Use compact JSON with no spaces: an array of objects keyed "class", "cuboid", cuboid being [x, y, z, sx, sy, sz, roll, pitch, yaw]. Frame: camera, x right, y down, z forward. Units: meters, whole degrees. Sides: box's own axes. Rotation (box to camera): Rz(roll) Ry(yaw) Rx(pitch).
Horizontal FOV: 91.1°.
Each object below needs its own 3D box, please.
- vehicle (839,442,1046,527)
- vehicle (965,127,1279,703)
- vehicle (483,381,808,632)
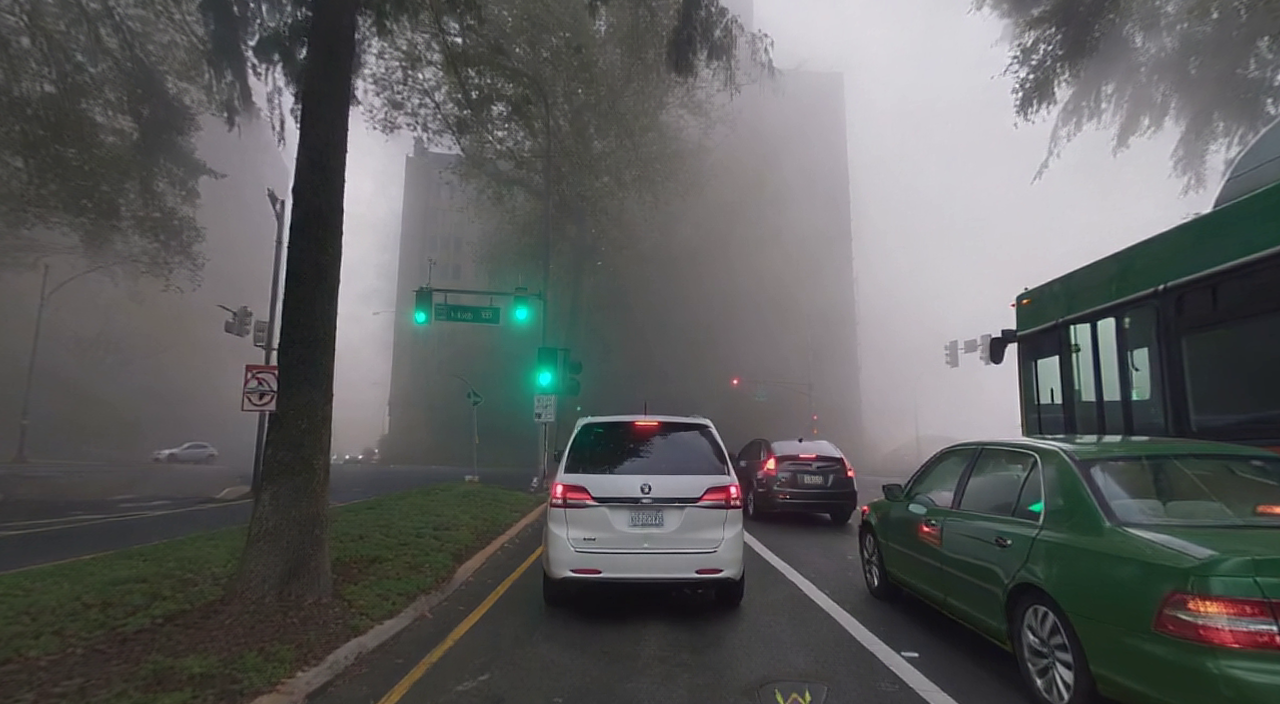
[{"class":"vehicle","cuboid":[5.978,2.637,13.226,1.987,1.457,4.675,0,-8,-1]},{"class":"vehicle","cuboid":[2.613,0.316,0.427,2.037,2.065,5.037,0,-8,0]},{"class":"vehicle","cuboid":[0.012,1.474,7.007,2.381,1.842,4.603,0,-8,-1]}]
